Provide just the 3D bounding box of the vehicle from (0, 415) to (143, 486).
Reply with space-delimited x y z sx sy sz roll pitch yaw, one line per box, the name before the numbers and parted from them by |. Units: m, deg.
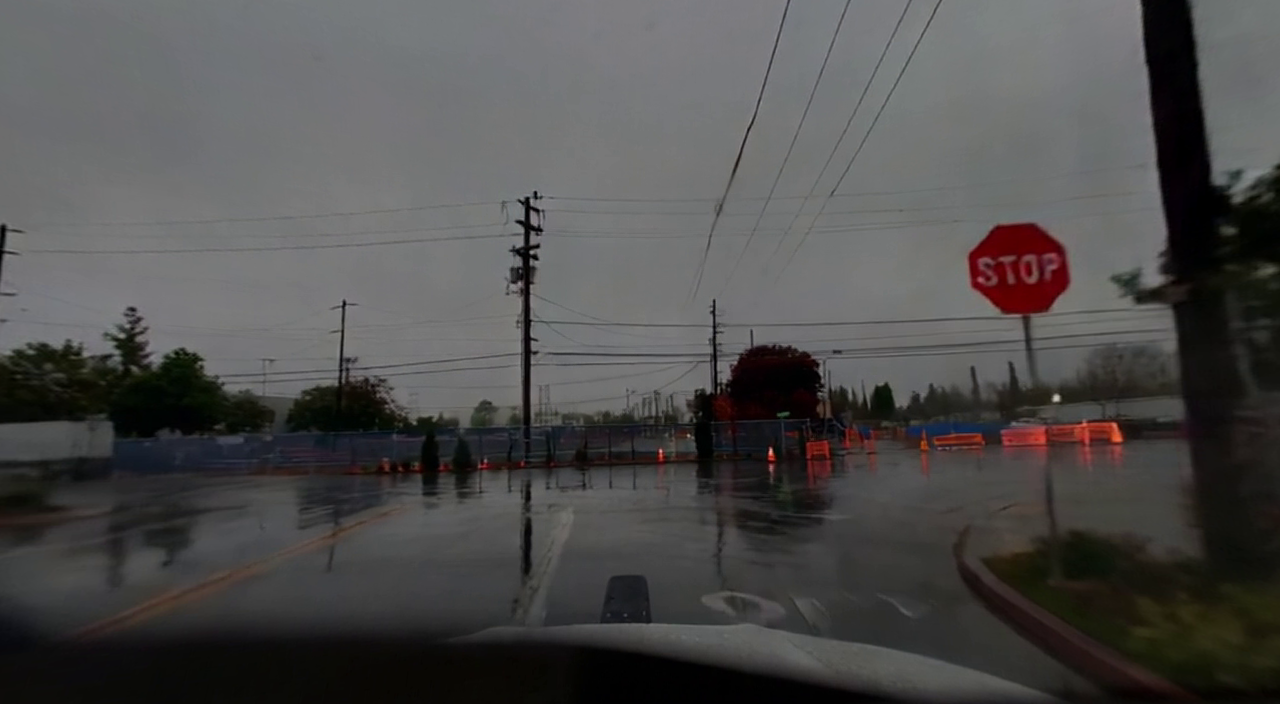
vehicle | -27.789 4.606 29.269 6.847 2.992 3.170 -2 -9 5
